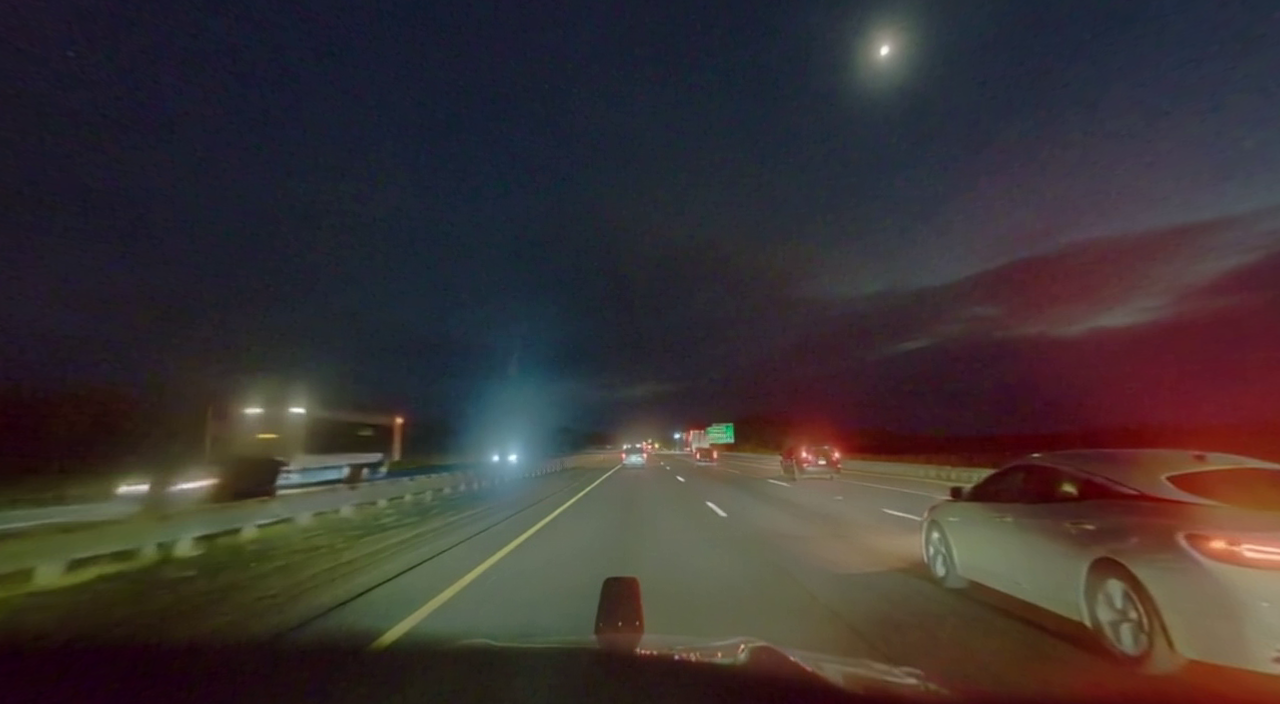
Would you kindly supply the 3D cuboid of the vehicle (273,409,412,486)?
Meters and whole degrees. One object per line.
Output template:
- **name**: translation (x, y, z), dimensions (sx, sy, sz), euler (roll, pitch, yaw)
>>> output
- **vehicle**: translation (-14.196, 4.708, 31.001), dimensions (2.881, 3.266, 7.898), euler (0, -9, 1)

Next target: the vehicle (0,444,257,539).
- **vehicle**: translation (-10.462, 2.688, 12.930), dimensions (1.965, 1.542, 4.905), euler (0, -9, 2)

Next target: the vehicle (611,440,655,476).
- **vehicle**: translation (-0.317, 5.535, 33.166), dimensions (2.142, 1.724, 4.344), euler (0, -9, 1)

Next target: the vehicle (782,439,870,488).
- **vehicle**: translation (6.872, 4.158, 23.799), dimensions (1.975, 1.650, 4.257), euler (0, -9, 0)

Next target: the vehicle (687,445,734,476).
- **vehicle**: translation (3.768, 5.885, 34.332), dimensions (2.047, 1.540, 4.294), euler (0, -9, 0)

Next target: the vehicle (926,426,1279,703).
- **vehicle**: translation (3.503, 1.188, 3.442), dimensions (2.004, 1.471, 4.032), euler (0, -9, 1)

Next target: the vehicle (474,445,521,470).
- **vehicle**: translation (-10.134, 7.524, 45.112), dimensions (2.156, 1.644, 4.489), euler (0, -9, 2)
